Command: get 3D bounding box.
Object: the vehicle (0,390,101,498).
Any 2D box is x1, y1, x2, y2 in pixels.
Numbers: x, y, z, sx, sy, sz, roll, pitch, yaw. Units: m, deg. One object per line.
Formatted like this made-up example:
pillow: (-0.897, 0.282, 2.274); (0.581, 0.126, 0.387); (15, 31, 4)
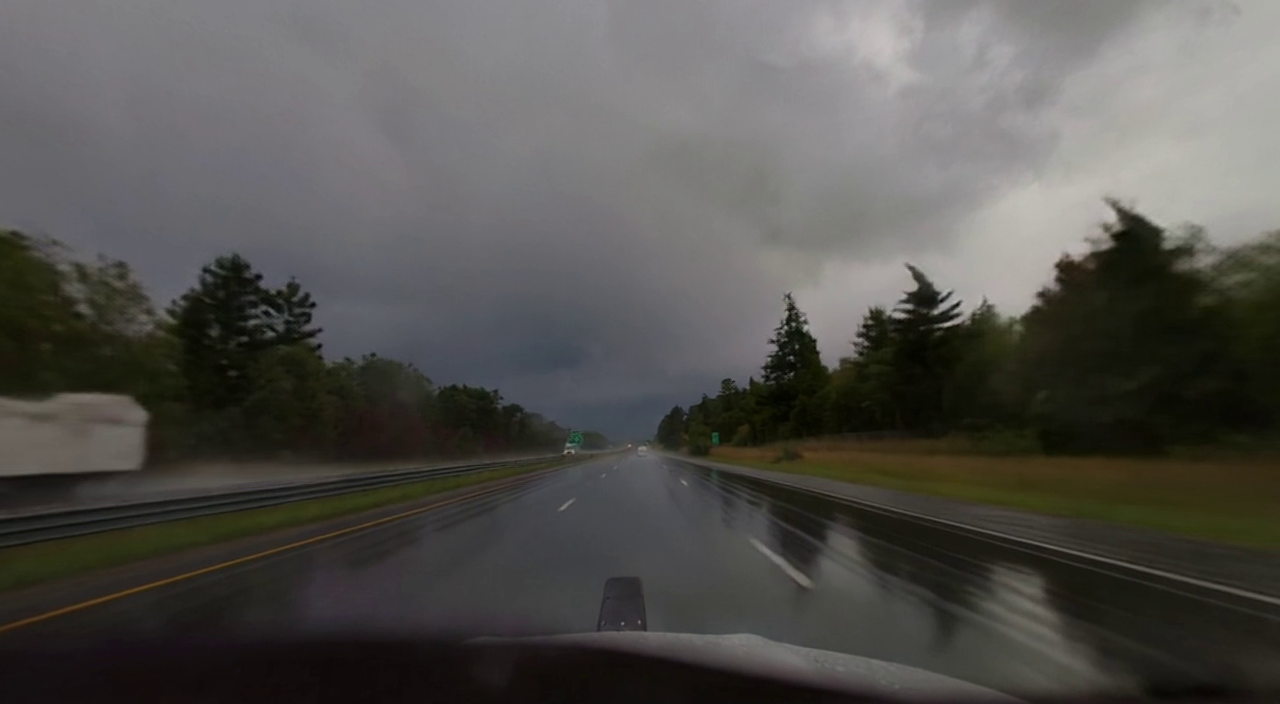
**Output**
vehicle: (-19.615, 2.510, 17.166); (3.661, 2.973, 6.879); (0, -9, 0)
